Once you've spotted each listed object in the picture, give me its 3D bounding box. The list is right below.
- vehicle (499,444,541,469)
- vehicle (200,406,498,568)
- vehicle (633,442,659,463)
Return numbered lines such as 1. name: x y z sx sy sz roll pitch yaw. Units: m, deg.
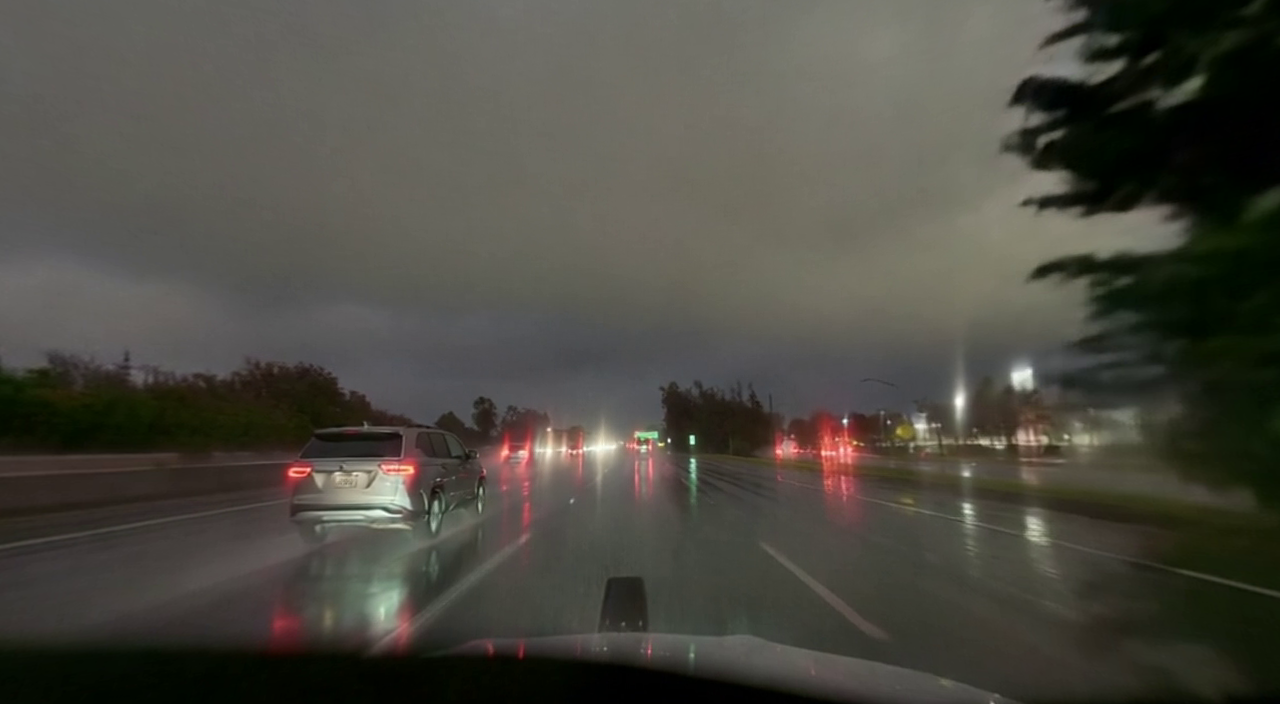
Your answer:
1. vehicle: -7.830 6.835 41.450 1.871 1.542 4.371 -1 -9 0
2. vehicle: -3.725 1.830 9.260 2.214 1.759 4.435 -1 -9 1
3. vehicle: 0.443 7.957 50.000 2.023 1.589 4.030 0 -9 -1
